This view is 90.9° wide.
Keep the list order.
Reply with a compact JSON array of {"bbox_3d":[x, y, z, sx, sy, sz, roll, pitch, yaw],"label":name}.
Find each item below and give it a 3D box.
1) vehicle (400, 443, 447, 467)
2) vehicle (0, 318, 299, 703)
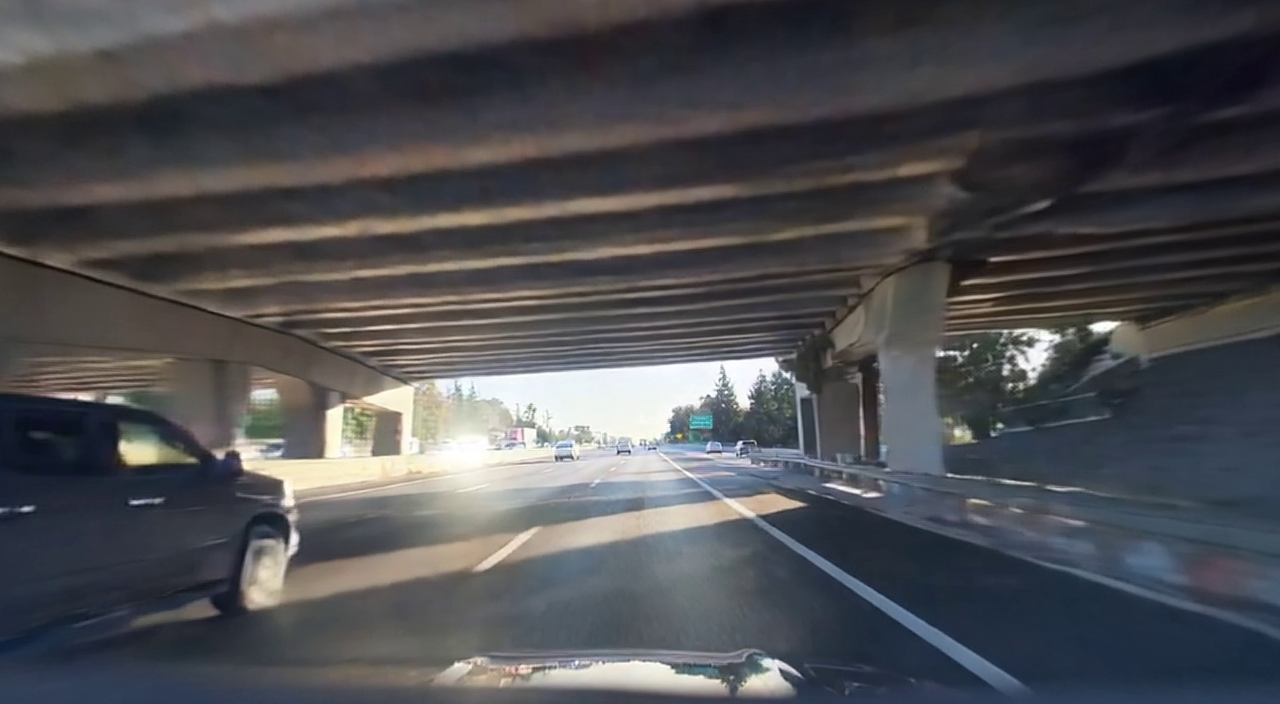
[{"bbox_3d":[-16.391,7.783,47.950,2.036,1.666,4.303,0,-8,1],"label":"vehicle"},{"bbox_3d":[-3.715,0.801,2.527,1.994,1.911,4.819,0,-8,0],"label":"vehicle"}]
